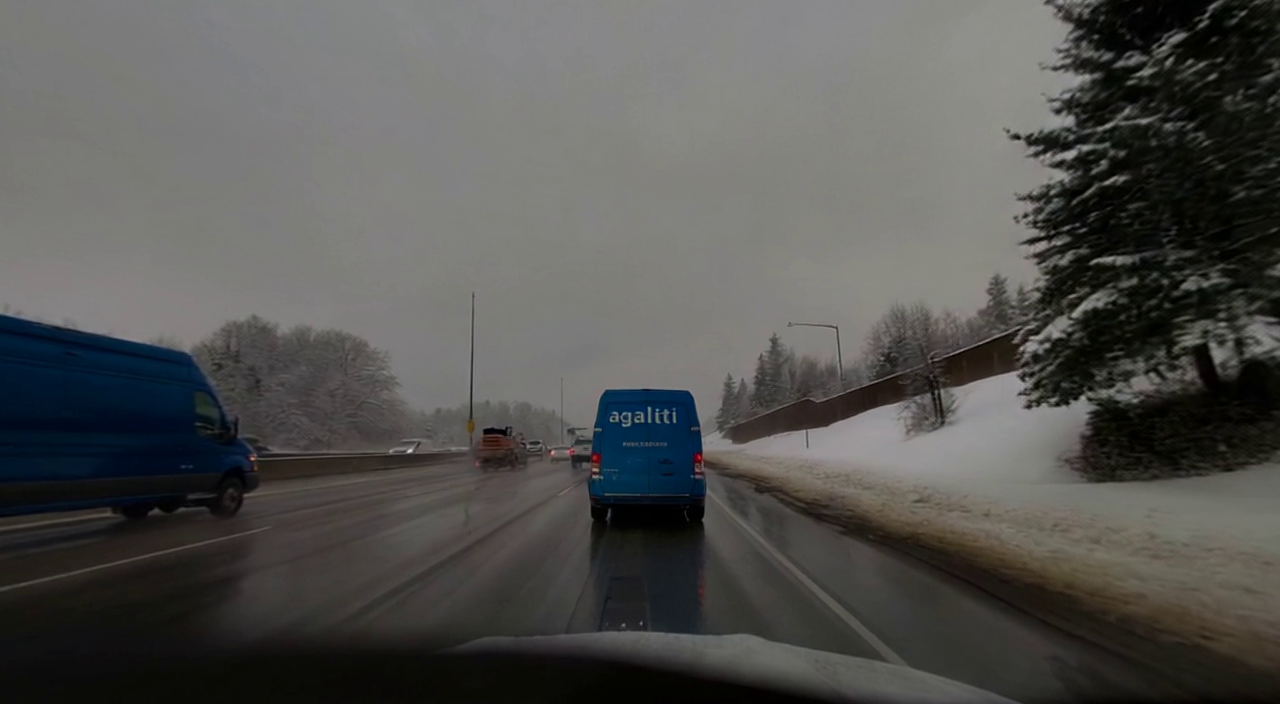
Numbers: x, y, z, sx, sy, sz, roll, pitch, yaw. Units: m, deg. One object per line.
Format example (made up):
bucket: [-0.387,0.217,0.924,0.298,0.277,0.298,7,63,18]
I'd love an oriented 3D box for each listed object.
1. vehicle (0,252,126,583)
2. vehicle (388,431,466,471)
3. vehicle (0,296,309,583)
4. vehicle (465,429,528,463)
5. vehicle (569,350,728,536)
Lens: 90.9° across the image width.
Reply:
vehicle: [-7.431,0.274,3.595,2.717,3.113,7.354,0,-8,0]
vehicle: [-10.556,4.953,31.730,2.061,1.846,4.852,-1,-8,3]
vehicle: [-7.311,1.201,8.852,2.849,3.020,4.370,0,-8,0]
vehicle: [-9.552,6.375,42.710,2.566,2.158,5.957,-1,-9,3]
vehicle: [0.163,1.799,12.541,2.316,2.738,6.398,0,-8,1]
